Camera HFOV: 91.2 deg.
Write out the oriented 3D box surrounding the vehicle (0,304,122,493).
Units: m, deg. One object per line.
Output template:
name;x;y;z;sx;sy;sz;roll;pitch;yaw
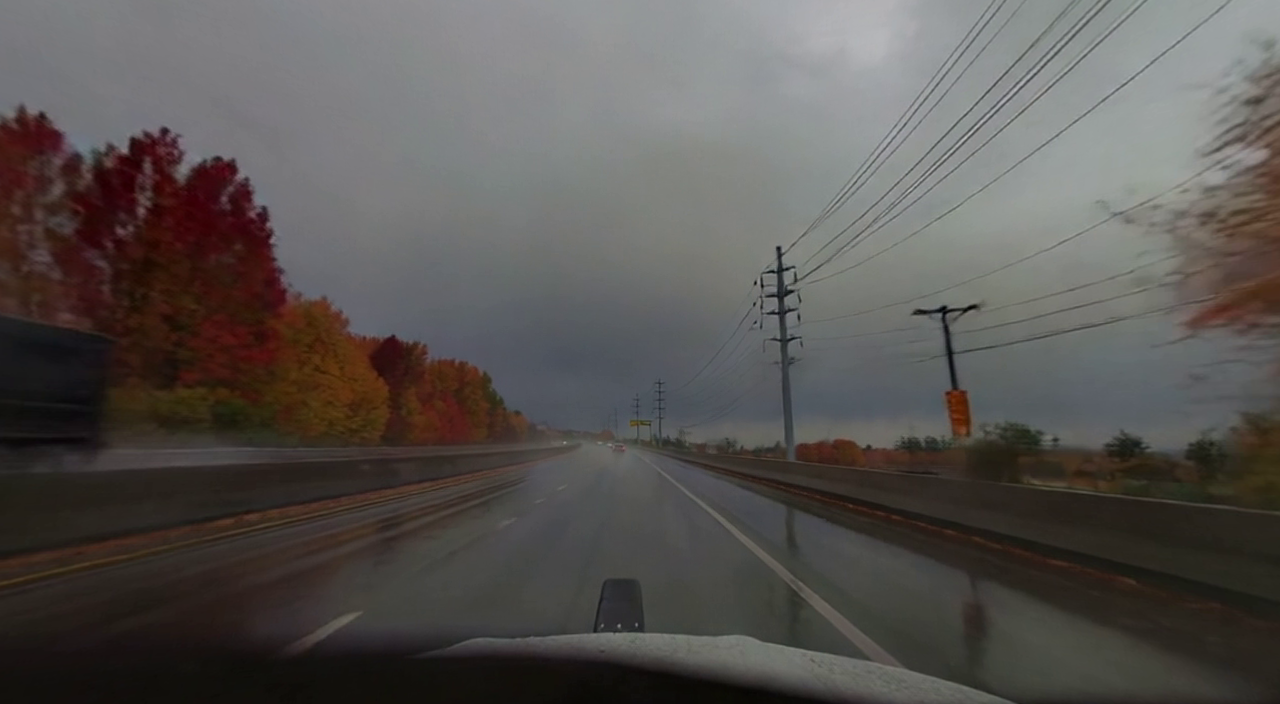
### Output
vehicle;-15.459;0.429;9.849;2.967;4.109;13.823;0;-9;-1
